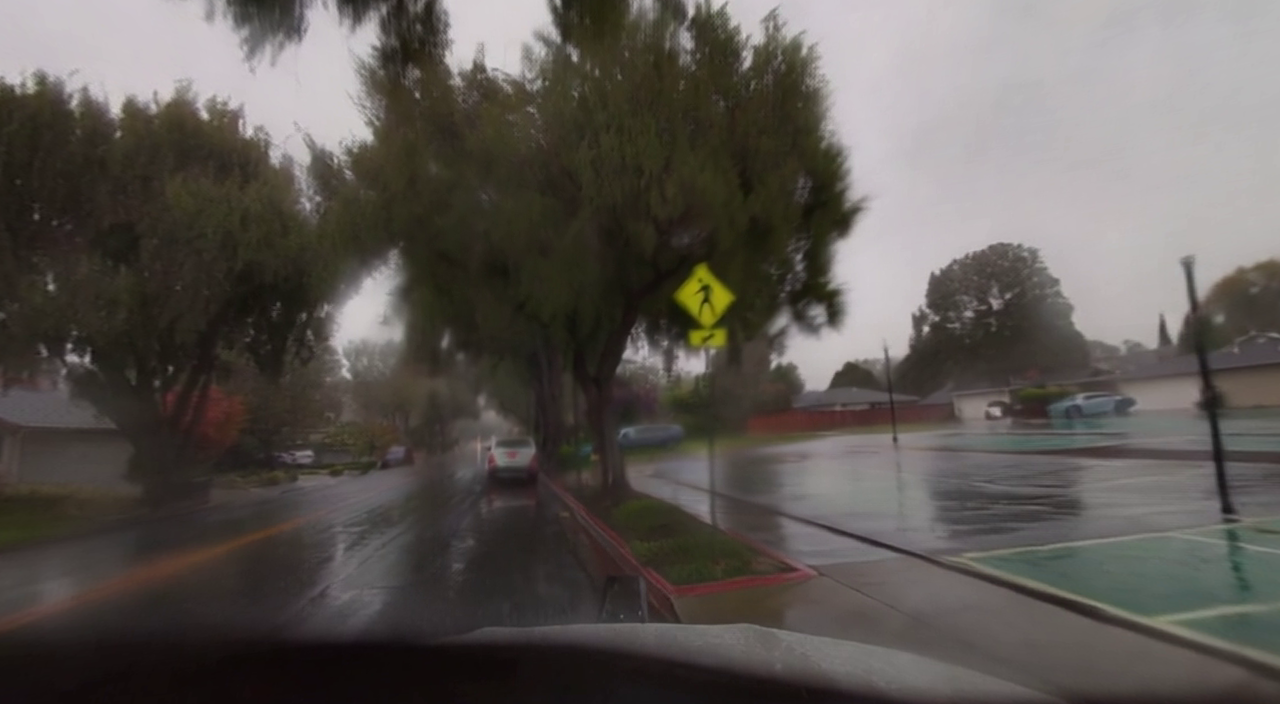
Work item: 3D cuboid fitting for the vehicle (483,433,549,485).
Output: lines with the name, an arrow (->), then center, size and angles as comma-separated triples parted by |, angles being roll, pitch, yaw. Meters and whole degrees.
vehicle -> -4.725, 4.016, 23.991 | 2.204, 1.776, 4.262 | 2, -9, -11

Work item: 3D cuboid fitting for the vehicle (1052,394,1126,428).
vehicle -> 25.173, 3.356, 35.383 | 4.481, 1.634, 1.973 | 6, -11, -37

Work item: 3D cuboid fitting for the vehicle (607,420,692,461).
vehicle -> 0.583, 4.748, 34.157 | 4.390, 1.696, 1.954 | 0, -6, -44

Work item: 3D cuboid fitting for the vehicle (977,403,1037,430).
vehicle -> 24.160, 4.268, 41.499 | 4.245, 1.601, 1.912 | 7, -11, -39
